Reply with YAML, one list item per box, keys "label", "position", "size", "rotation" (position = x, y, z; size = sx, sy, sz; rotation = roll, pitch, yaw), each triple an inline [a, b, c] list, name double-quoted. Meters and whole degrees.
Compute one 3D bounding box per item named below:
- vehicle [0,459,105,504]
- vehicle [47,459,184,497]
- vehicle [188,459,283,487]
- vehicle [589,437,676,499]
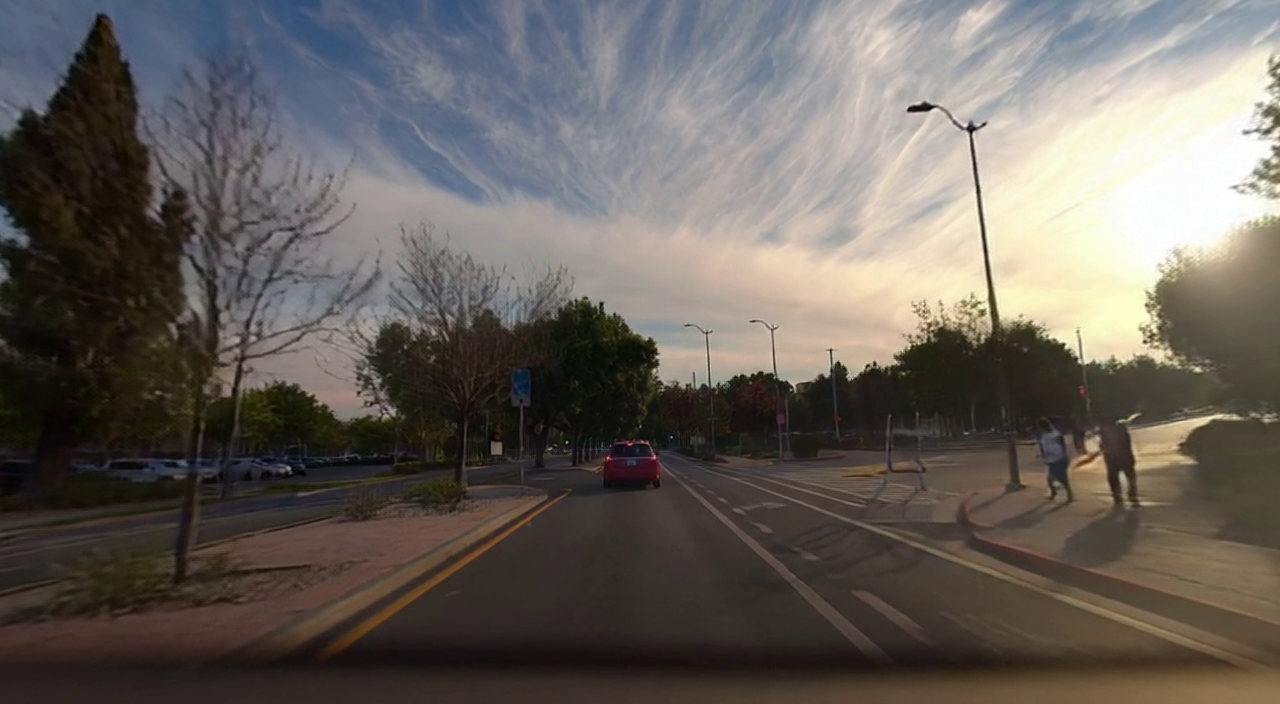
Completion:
- label: "vehicle"
  position: [-22.803, 4.746, 23.373]
  size: [4.038, 1.531, 2.015]
  rotation: [1, -9, -2]
- label: "vehicle"
  position: [-23.242, 5.578, 28.155]
  size: [4.204, 1.522, 1.998]
  rotation: [0, -9, -3]
- label: "vehicle"
  position: [-22.973, 6.874, 36.024]
  size: [4.086, 1.478, 1.844]
  rotation: [0, -8, -4]
- label: "vehicle"
  position: [-0.215, 3.308, 18.457]
  size: [2.221, 1.570, 4.398]
  rotation: [0, -8, -1]
